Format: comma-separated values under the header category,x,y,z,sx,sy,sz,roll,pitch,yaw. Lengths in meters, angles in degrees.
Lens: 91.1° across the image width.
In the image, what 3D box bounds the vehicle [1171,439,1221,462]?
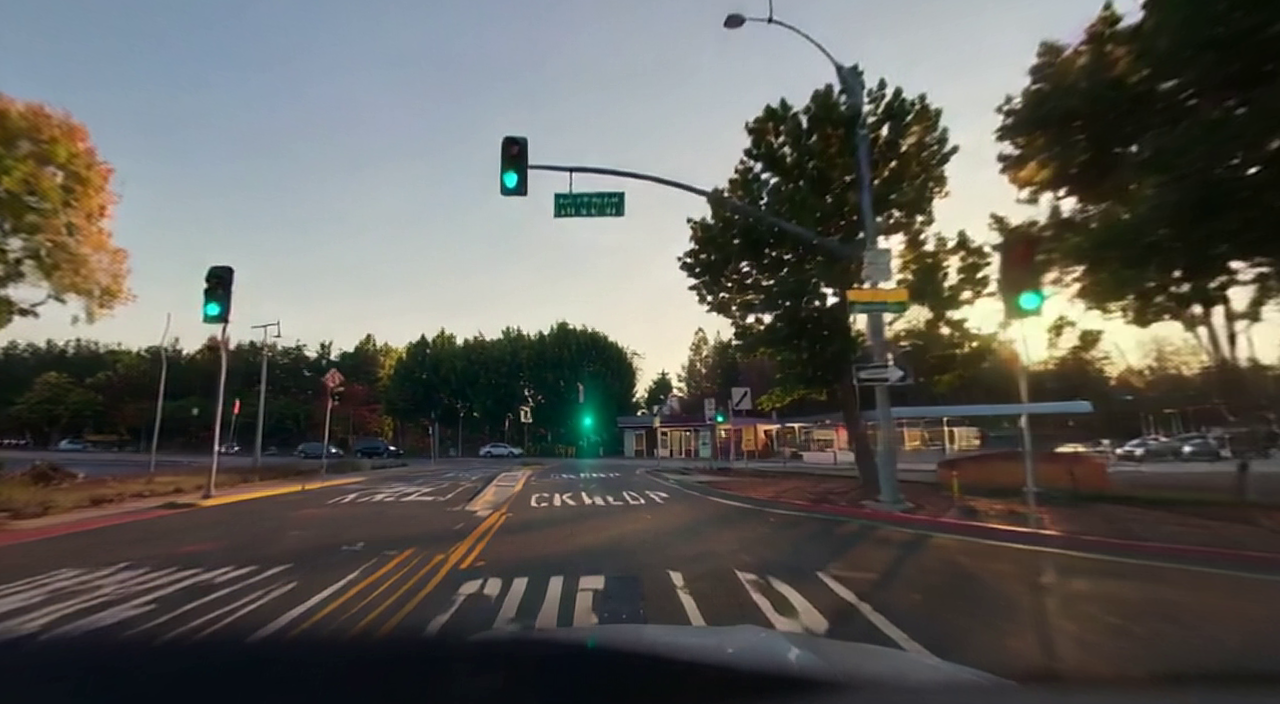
category,x,y,z,sx,sy,sz,roll,pitch,yaw
vehicle,42.641,7.526,48.195,1.870,1.458,3.667,-4,-6,26

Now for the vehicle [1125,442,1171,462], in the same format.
category,x,y,z,sx,sy,sz,roll,pitch,yaw
vehicle,39.595,7.752,49.010,1.926,1.441,3.860,-3,-8,26

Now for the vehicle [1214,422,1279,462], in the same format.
category,x,y,z,sx,sy,sz,roll,pitch,yaw
vehicle,45.585,6.635,46.701,2.420,2.792,6.047,-4,-8,26
